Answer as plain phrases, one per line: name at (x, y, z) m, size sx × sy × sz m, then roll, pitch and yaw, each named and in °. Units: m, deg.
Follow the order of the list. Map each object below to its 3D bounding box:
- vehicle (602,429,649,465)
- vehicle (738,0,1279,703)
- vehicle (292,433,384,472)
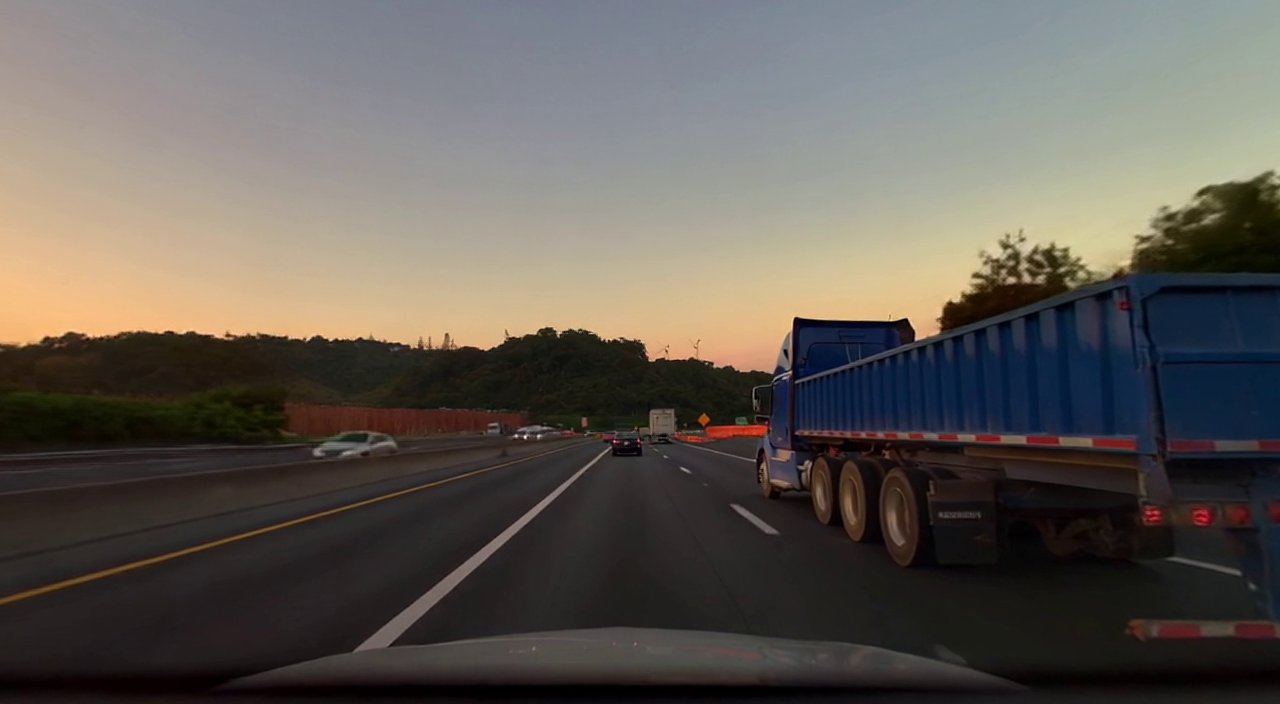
vehicle at (-0.609, 4.138, 27.739) m, size 1.929 × 1.469 × 3.677 m, roll 0°, pitch -8°, yaw -1°
vehicle at (3.623, 0.368, 7.238) m, size 2.919 × 3.634 × 10.888 m, roll 0°, pitch -8°, yaw -2°
vehicle at (-12.015, 4.012, 25.394) m, size 1.742 × 1.415 × 4.162 m, roll 0°, pitch -8°, yaw -1°
